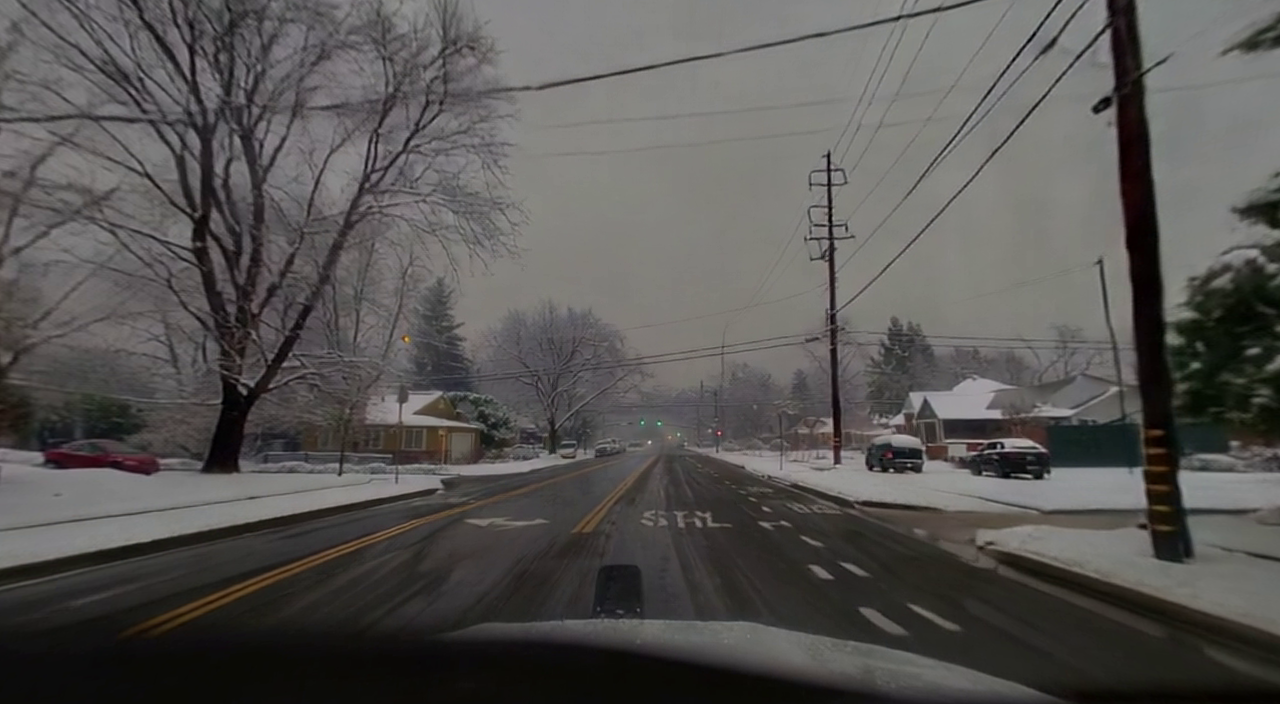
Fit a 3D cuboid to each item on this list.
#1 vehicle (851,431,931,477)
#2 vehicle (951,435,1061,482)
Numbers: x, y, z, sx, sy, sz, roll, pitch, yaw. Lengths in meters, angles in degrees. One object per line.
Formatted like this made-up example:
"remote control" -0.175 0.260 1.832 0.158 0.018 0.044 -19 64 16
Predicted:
"vehicle" 11.529 4.712 29.280 1.912 1.953 4.651 0 -9 2
"vehicle" 14.677 4.280 25.573 1.935 1.683 4.669 0 -9 4
